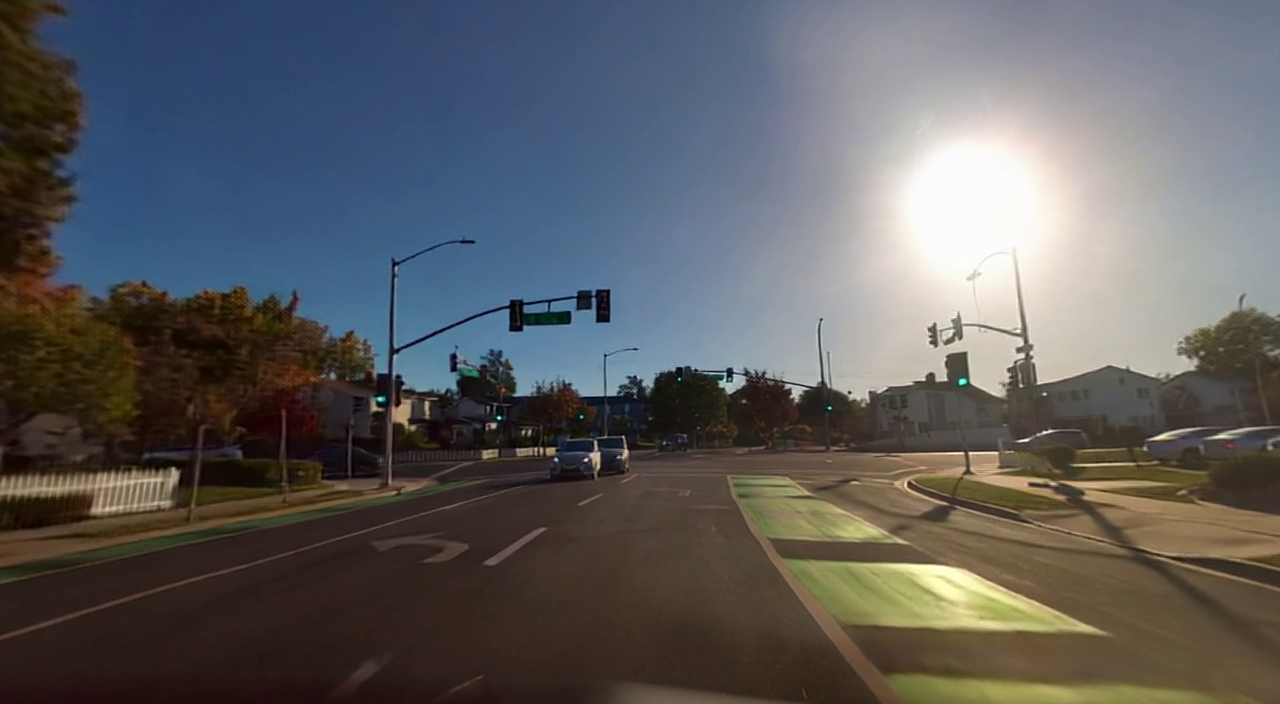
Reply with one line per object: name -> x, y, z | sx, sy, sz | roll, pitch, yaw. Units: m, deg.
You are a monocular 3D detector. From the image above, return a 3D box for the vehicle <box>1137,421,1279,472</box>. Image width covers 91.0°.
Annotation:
vehicle -> 19.827, 3.189, 21.590 | 1.937, 1.474, 5.114 | -3, -8, 8

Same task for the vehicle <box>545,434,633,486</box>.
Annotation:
vehicle -> -1.508, 3.493, 20.746 | 1.904, 1.489, 4.746 | -1, -8, 8
